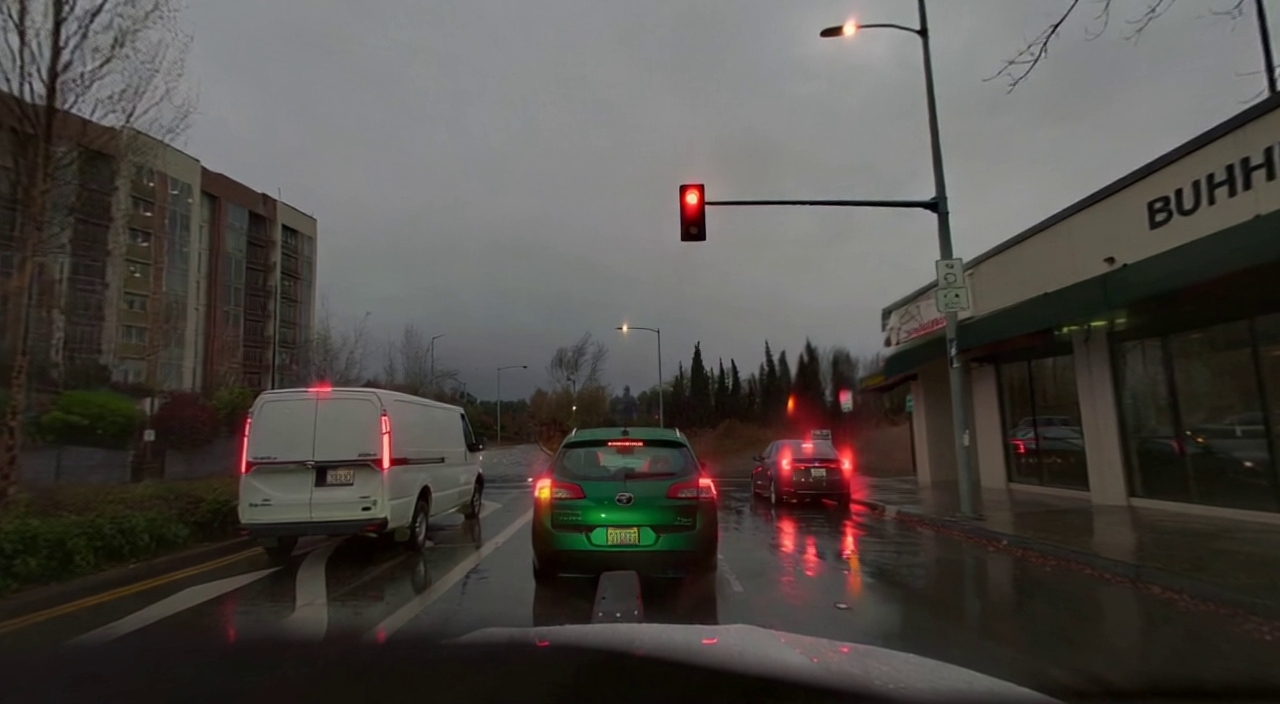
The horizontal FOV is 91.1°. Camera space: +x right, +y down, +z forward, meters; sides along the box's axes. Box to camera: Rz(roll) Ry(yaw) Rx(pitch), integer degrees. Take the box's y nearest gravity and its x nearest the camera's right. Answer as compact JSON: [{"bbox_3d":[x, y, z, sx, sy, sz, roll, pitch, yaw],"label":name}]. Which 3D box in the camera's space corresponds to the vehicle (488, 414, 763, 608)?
[{"bbox_3d":[-0.112,1.465,6.768,2.064,1.452,3.942,0,-8,0],"label":"vehicle"}]

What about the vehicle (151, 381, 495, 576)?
[{"bbox_3d":[-3.576,1.526,8.536,2.076,1.820,5.100,0,-8,-1],"label":"vehicle"}]
